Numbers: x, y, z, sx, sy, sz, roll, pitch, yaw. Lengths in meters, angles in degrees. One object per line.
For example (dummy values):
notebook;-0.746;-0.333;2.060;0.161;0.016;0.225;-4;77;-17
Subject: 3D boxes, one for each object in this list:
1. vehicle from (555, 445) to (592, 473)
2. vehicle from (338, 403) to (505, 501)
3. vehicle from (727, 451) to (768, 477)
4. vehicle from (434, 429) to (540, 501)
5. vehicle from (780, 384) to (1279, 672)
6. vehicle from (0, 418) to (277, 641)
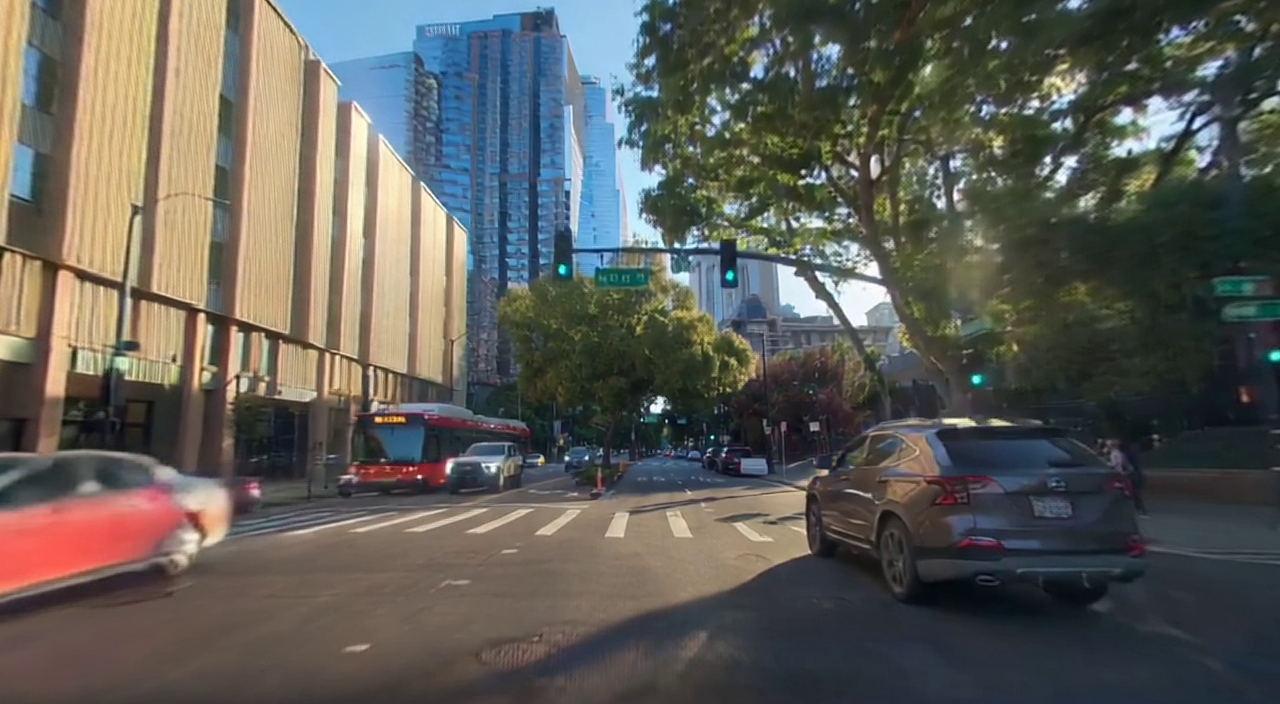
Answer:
vehicle;-4.677;7.613;45.014;2.030;1.881;4.994;0;-9;1
vehicle;-8.734;4.260;27.198;3.318;3.359;10.406;0;-9;1
vehicle;7.071;7.439;42.000;1.962;1.617;4.325;0;-9;0
vehicle;-5.152;3.904;22.161;2.304;2.208;5.200;0;-9;1
vehicle;3.239;1.548;6.865;2.118;1.848;5.426;0;-9;-1
vehicle;-5.660;1.489;5.883;1.997;1.610;4.144;0;-9;1
